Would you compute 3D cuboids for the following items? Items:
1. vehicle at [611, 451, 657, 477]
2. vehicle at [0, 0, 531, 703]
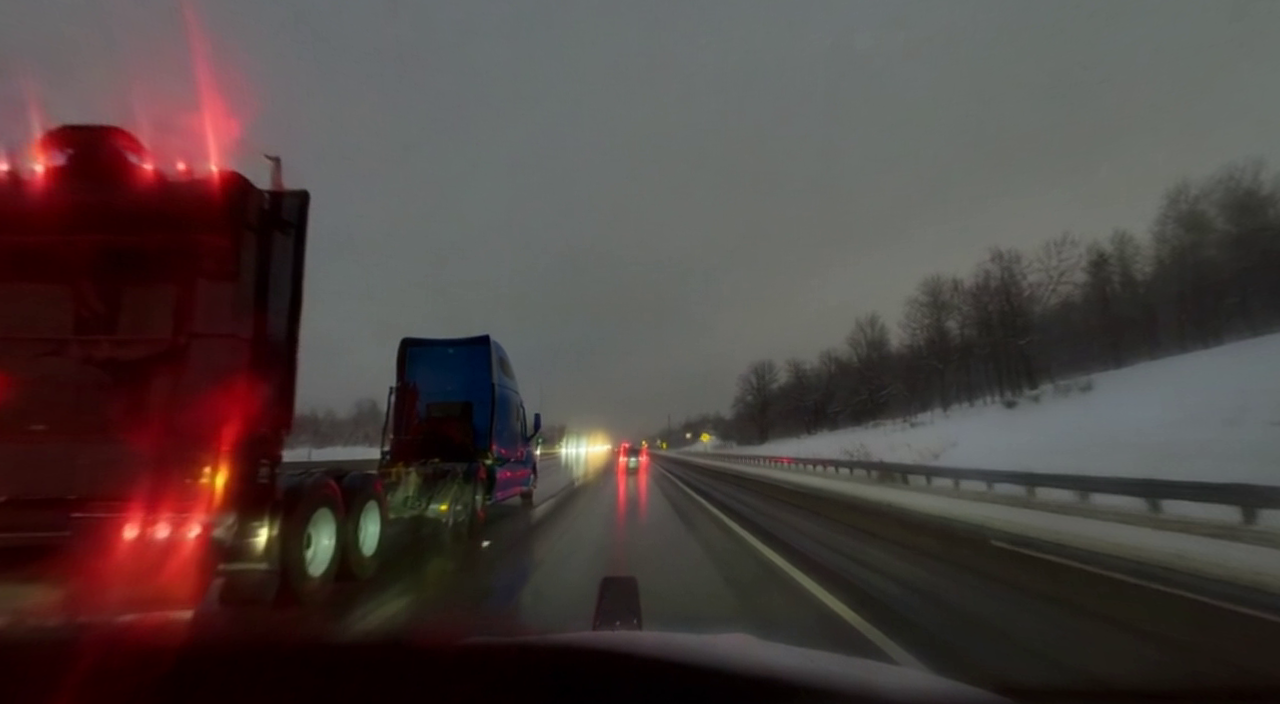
[{"bbox_3d":[-0.311,6.256,35.385,2.398,1.336,5.698,0,-9,0],"label":"vehicle"},{"bbox_3d":[-3.971,0.567,7.697,2.914,4.039,14.493,0,-9,-1],"label":"vehicle"}]
